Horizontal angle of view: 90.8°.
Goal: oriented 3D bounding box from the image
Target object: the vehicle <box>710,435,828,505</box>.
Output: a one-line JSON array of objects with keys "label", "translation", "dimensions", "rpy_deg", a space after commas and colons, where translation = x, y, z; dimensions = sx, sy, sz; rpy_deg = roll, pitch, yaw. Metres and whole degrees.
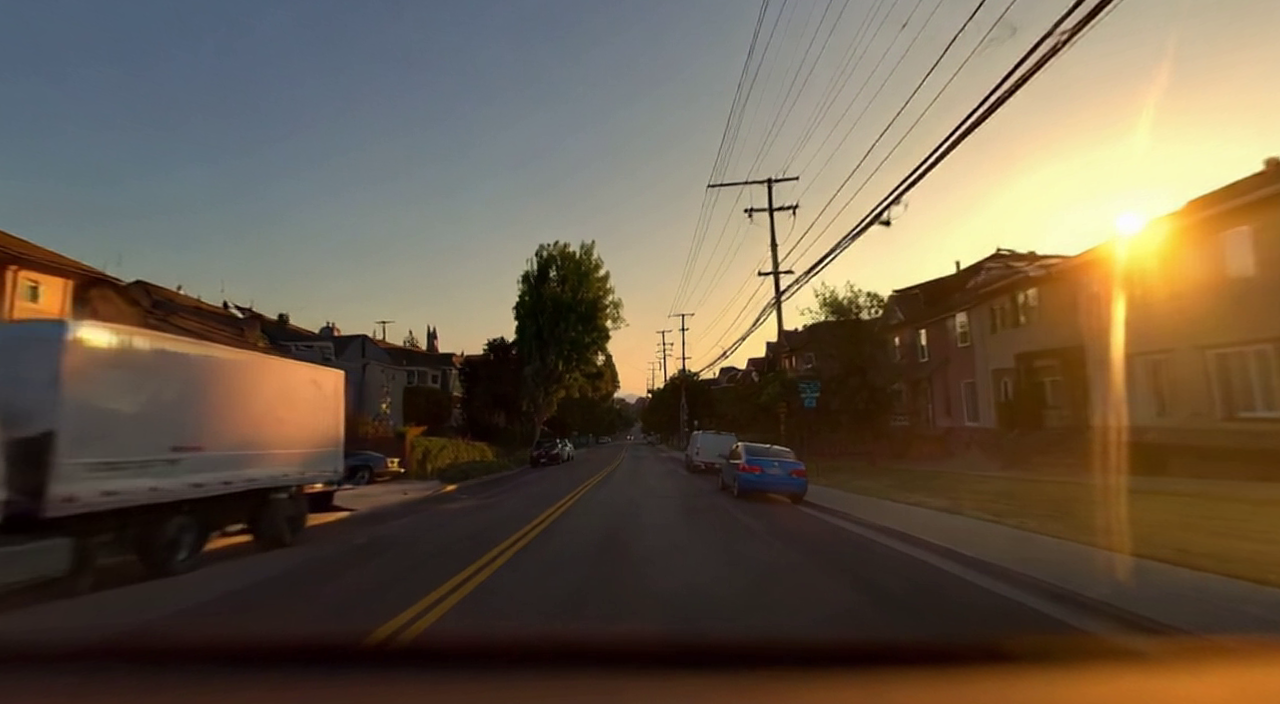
[{"label": "vehicle", "translation": [3.021, 2.872, 15.984], "dimensions": [1.890, 1.463, 4.952], "rpy_deg": [0, -8, -1]}]

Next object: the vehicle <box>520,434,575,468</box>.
[{"label": "vehicle", "translation": [-5.855, 6.352, 40.724], "dimensions": [2.427, 1.998, 5.239], "rpy_deg": [-1, -8, 4]}]

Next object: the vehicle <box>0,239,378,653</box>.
[{"label": "vehicle", "translation": [-6.471, 1.087, 7.544], "dimensions": [3.197, 3.187, 7.847], "rpy_deg": [-3, -7, 2]}]

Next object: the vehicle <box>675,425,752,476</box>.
[{"label": "vehicle", "translation": [3.003, 4.237, 27.451], "dimensions": [2.496, 1.895, 6.434], "rpy_deg": [0, -8, -1]}]
